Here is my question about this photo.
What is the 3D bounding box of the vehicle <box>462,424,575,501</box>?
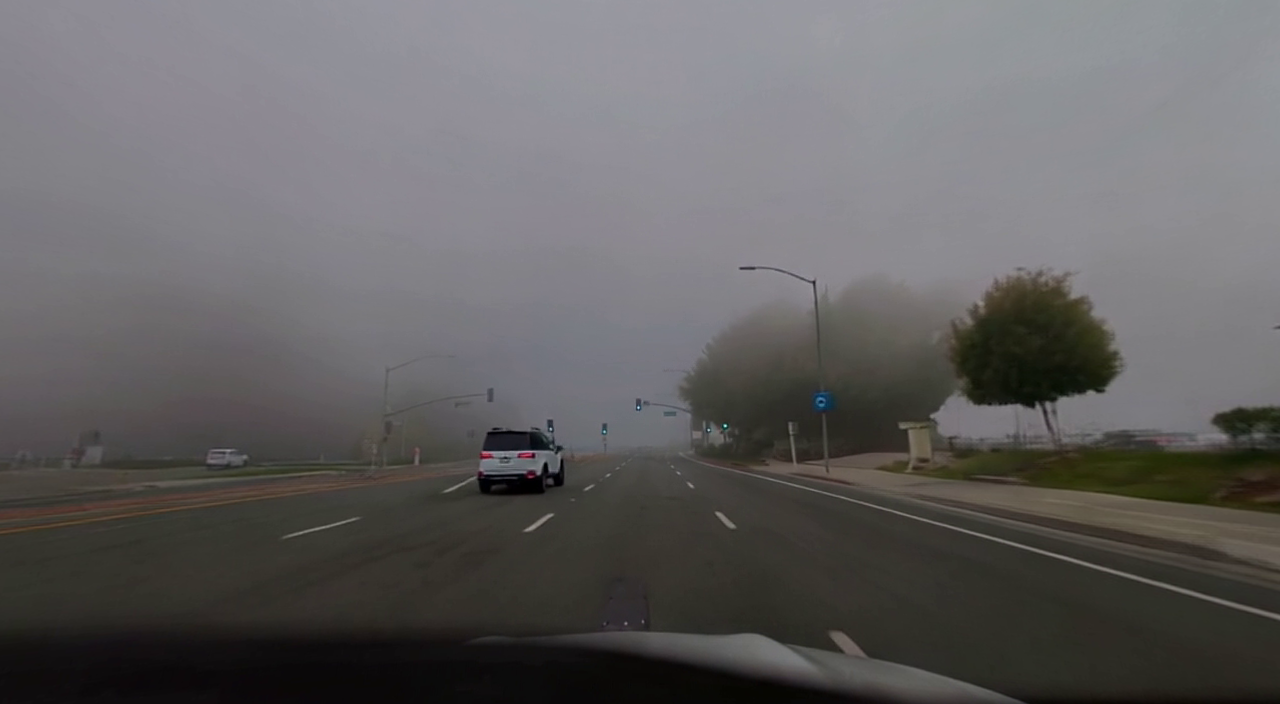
[{"bbox_3d":[-3.050,2.898,16.900,2.011,1.756,4.478,0,-9,2],"label":"vehicle"}]
